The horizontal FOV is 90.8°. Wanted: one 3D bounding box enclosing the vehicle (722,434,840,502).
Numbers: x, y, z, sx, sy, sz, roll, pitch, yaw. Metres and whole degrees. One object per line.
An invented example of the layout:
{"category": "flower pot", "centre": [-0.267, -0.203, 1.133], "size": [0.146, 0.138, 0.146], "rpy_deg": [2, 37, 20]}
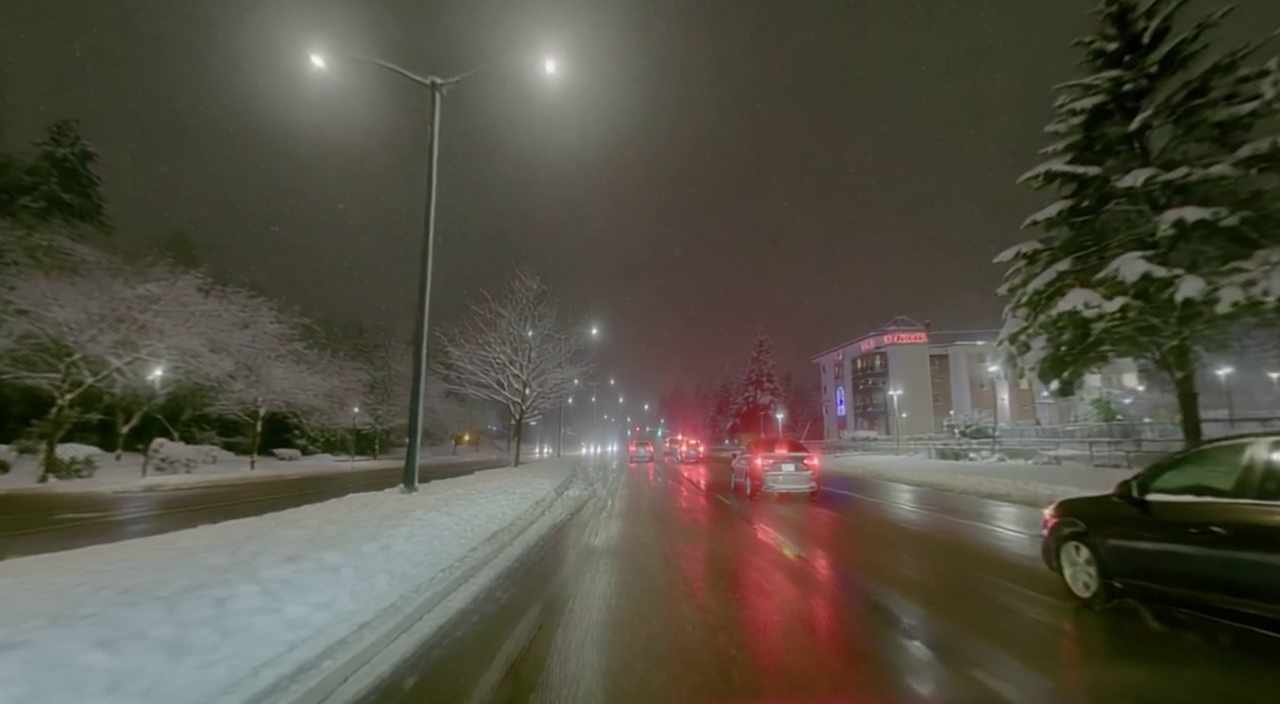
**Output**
{"category": "vehicle", "centre": [3.522, 3.003, 16.781], "size": [1.953, 1.514, 4.672], "rpy_deg": [0, -9, -1]}

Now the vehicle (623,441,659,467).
{"category": "vehicle", "centre": [0.021, 6.202, 38.448], "size": [2.095, 1.456, 3.873], "rpy_deg": [0, -9, -1]}

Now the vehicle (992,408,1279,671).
{"category": "vehicle", "centre": [4.740, 1.129, 3.994], "size": [2.098, 1.507, 4.655], "rpy_deg": [0, -9, -4]}

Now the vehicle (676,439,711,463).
{"category": "vehicle", "centre": [3.750, 7.126, 45.354], "size": [2.041, 1.611, 4.426], "rpy_deg": [0, -9, -1]}
